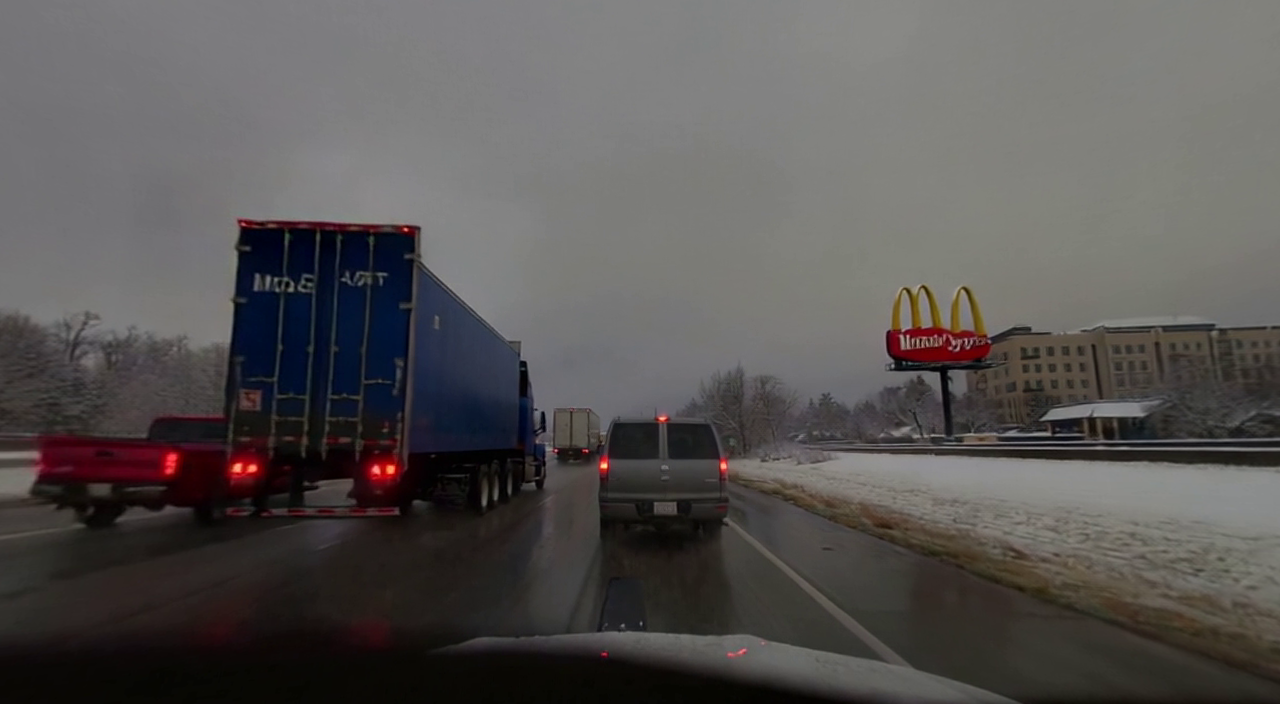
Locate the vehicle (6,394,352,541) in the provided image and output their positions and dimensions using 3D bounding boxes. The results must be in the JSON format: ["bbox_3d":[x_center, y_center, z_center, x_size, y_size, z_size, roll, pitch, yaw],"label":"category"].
[{"bbox_3d":[-7.754,2.038,11.696,2.218,2.047,5.586,0,-9,-1],"label":"vehicle"}]

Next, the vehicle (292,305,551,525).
[{"bbox_3d":[-4.045,1.608,14.348,2.814,3.513,8.529,0,-9,0],"label":"vehicle"}]

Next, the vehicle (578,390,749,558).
[{"bbox_3d":[0.171,1.694,9.301,1.947,1.910,4.040,0,-9,-3],"label":"vehicle"}]
